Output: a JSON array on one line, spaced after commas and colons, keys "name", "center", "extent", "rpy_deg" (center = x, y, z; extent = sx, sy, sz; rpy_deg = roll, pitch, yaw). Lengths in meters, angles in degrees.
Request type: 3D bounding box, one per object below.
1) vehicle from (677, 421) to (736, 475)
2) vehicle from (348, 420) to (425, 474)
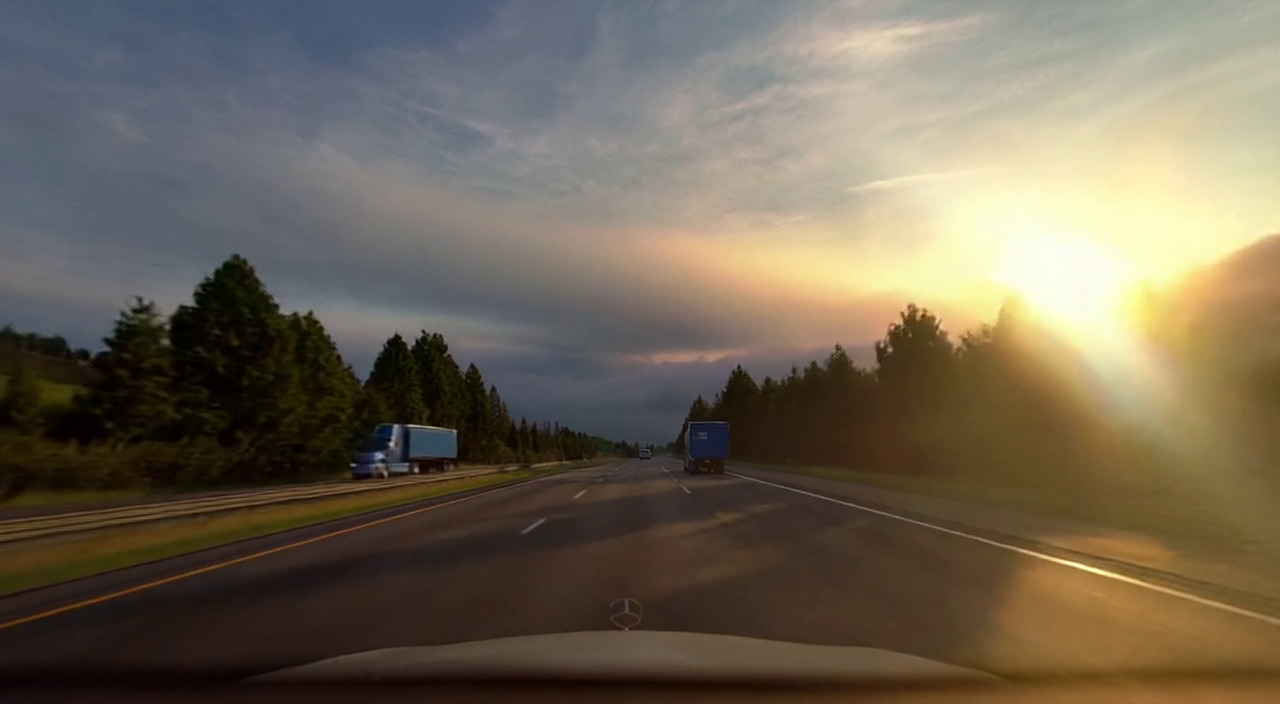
[{"name": "vehicle", "center": [3.655, 5.472, 35.883], "extent": [2.572, 2.795, 5.978], "rpy_deg": [0, -9, -1]}, {"name": "vehicle", "center": [-18.436, 6.989, 46.343], "extent": [3.021, 3.652, 5.902], "rpy_deg": [0, -9, 1]}]
